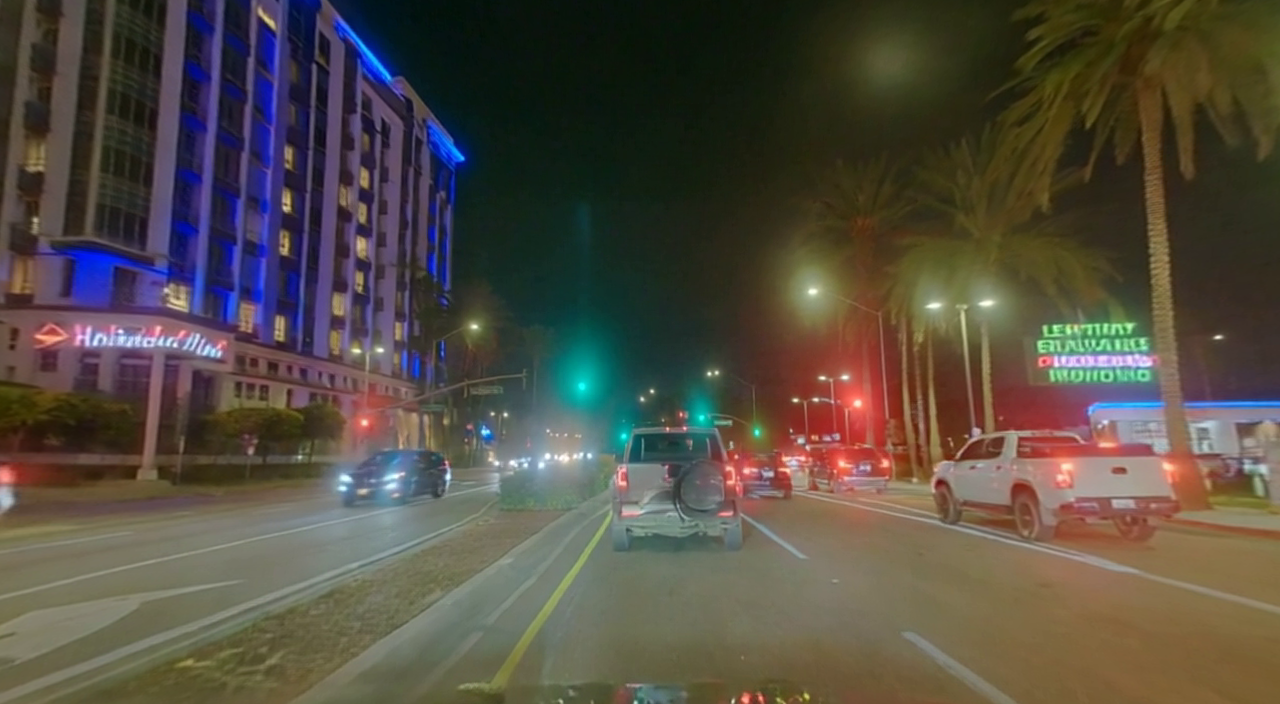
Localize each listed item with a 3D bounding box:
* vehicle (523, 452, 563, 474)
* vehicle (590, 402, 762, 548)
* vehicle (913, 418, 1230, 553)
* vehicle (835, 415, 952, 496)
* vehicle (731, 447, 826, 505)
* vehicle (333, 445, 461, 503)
[{"bbox_3d":[-7.326,8.449,48.196,2.061,1.496,4.600,-1,-9,4],"label":"vehicle"},{"bbox_3d":[0.578,2.209,11.978,2.487,2.115,5.444,0,-9,1],"label":"vehicle"},{"bbox_3d":[7.511,2.370,11.990,2.215,1.973,5.323,0,-9,0],"label":"vehicle"},{"bbox_3d":[10.818,4.349,27.562,2.663,3.061,5.602,-1,-5,0],"label":"vehicle"},{"bbox_3d":[4.190,3.810,19.811,2.072,1.595,4.124,0,-9,0],"label":"vehicle"},{"bbox_3d":[-7.958,4.020,21.282,2.268,1.733,4.821,0,-9,2],"label":"vehicle"}]
